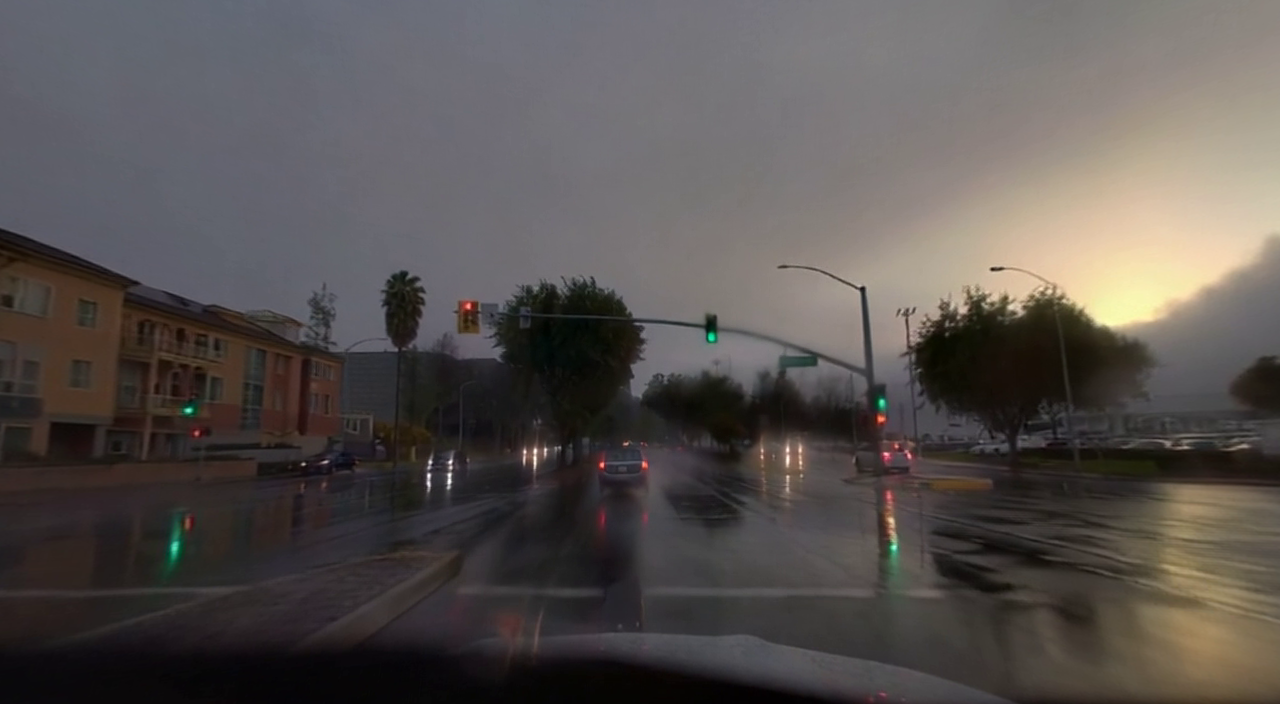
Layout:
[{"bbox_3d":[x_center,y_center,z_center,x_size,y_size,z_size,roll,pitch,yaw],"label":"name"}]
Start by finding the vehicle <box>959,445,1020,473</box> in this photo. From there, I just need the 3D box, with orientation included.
[{"bbox_3d":[19.767,6.001,35.494,1.932,1.430,4.203,-8,-12,43],"label":"vehicle"}]

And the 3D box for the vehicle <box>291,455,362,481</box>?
[{"bbox_3d":[-19.536,7.225,39.474,2.018,1.468,4.768,0,-9,0],"label":"vehicle"}]

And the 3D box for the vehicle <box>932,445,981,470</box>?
[{"bbox_3d":[19.803,6.548,39.323,1.717,1.444,3.788,-8,-11,41],"label":"vehicle"}]

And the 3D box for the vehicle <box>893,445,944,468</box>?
[{"bbox_3d":[18.941,7.049,42.688,1.900,1.490,4.238,-8,-12,41],"label":"vehicle"}]

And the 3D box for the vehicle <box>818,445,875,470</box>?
[{"bbox_3d":[12.665,6.473,38.861,1.849,1.429,4.335,0,-9,-3],"label":"vehicle"}]

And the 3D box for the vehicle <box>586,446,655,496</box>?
[{"bbox_3d":[-0.581,3.789,20.476,2.010,1.447,4.121,0,-9,-1],"label":"vehicle"}]
